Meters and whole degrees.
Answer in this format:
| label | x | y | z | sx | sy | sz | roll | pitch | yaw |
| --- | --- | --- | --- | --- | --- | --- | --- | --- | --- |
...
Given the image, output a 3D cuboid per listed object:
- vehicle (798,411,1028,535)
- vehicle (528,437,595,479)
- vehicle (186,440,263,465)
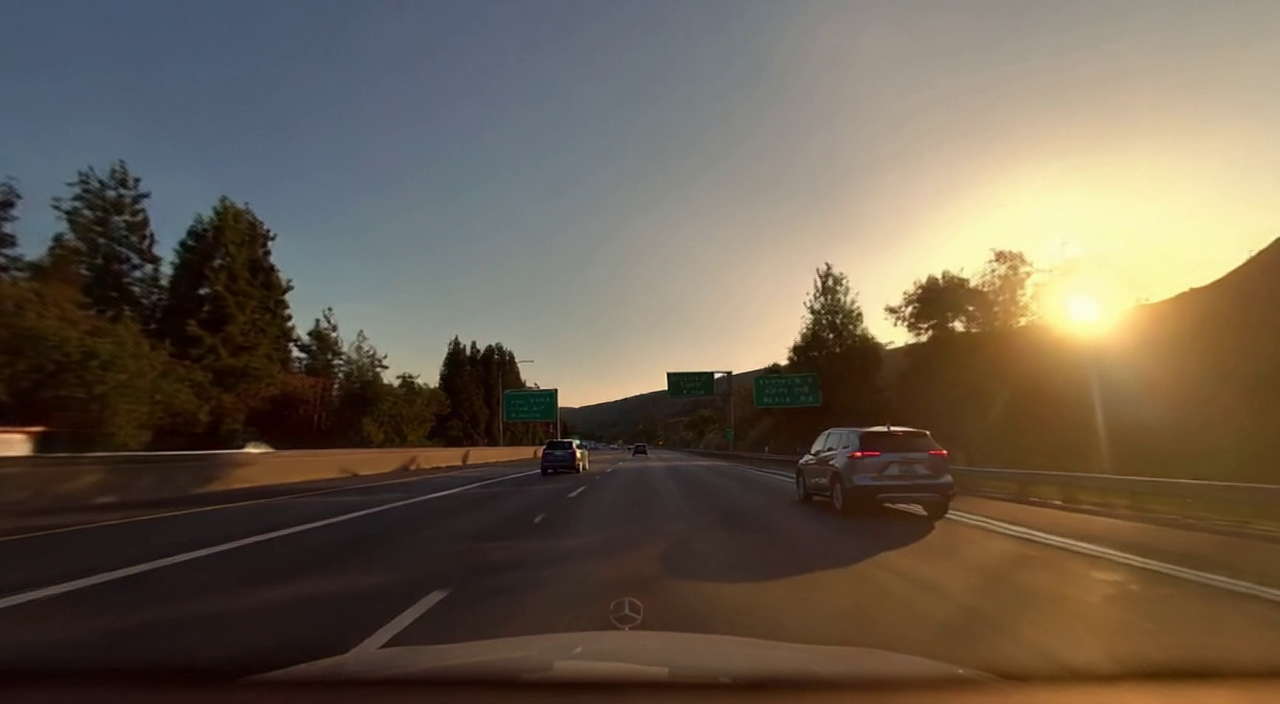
| label | x | y | z | sx | sy | sz | roll | pitch | yaw |
| --- | --- | --- | --- | --- | --- | --- | --- | --- | --- |
| vehicle | 4.577 | 2.102 | 11.506 | 2.149 | 1.796 | 4.487 | 0 | -8 | 0 |
| vehicle | -3.189 | 4.398 | 26.390 | 2.166 | 1.608 | 4.297 | 0 | -8 | 2 |
| vehicle | -27.710 | 6.717 | 42.070 | 1.883 | 1.586 | 4.599 | -1 | -8 | 2 |
